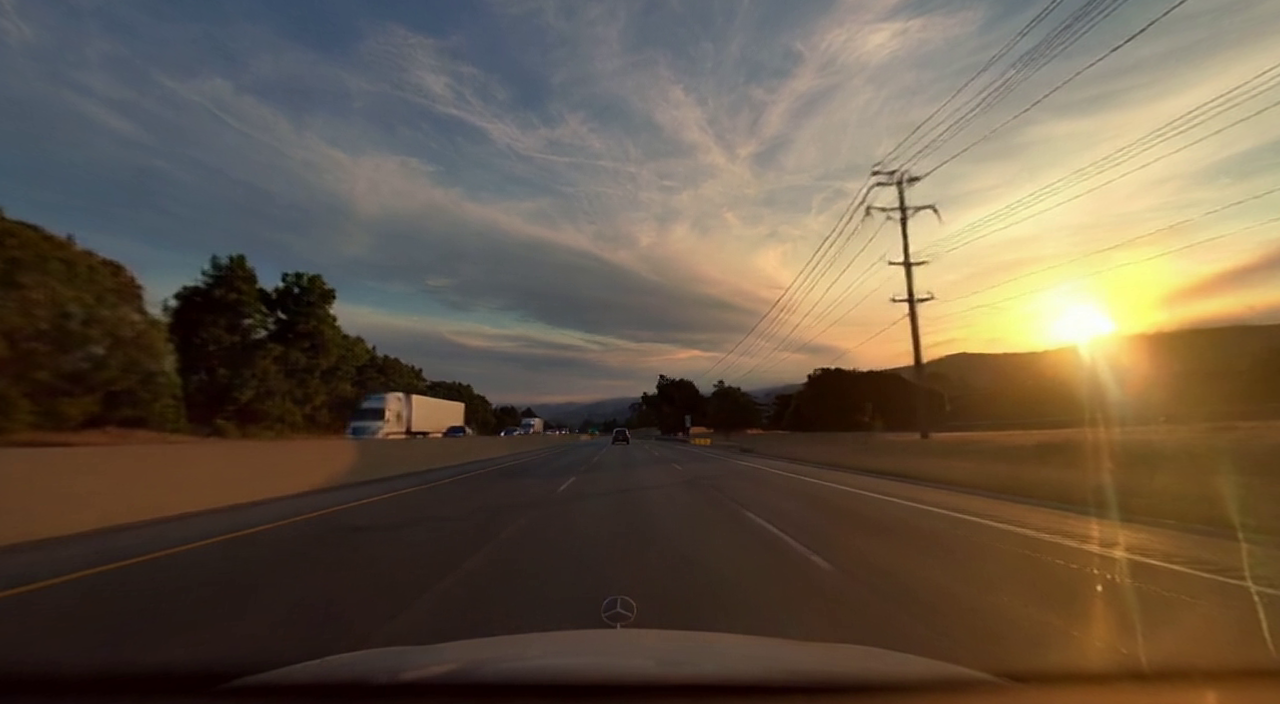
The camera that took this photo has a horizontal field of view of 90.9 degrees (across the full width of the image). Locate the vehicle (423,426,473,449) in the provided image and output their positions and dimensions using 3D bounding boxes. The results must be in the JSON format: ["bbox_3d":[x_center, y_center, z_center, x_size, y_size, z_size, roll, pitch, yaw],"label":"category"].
[{"bbox_3d":[-12.945,5.794,42.859,2.027,1.453,4.529,0,-8,-1],"label":"vehicle"}]

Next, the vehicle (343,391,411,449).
[{"bbox_3d":[-17.044,4.458,40.990,2.979,3.649,3.176,0,-8,-2],"label":"vehicle"}]
